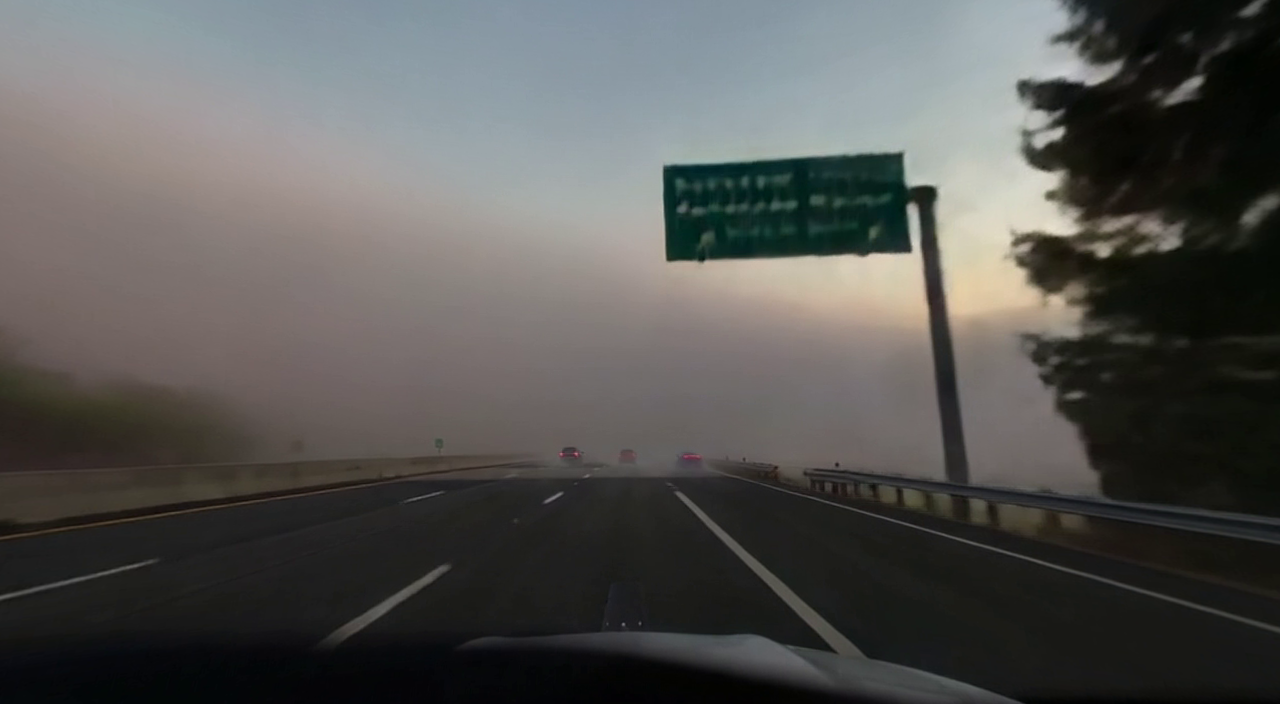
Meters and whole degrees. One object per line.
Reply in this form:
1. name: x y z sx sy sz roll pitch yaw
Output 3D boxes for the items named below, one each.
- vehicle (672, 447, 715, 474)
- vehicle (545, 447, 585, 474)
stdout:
1. vehicle: 3.079 6.377 37.231 2.019 1.475 4.301 0 -9 -2
2. vehicle: -4.410 6.424 37.472 1.955 1.468 3.637 0 -9 0
